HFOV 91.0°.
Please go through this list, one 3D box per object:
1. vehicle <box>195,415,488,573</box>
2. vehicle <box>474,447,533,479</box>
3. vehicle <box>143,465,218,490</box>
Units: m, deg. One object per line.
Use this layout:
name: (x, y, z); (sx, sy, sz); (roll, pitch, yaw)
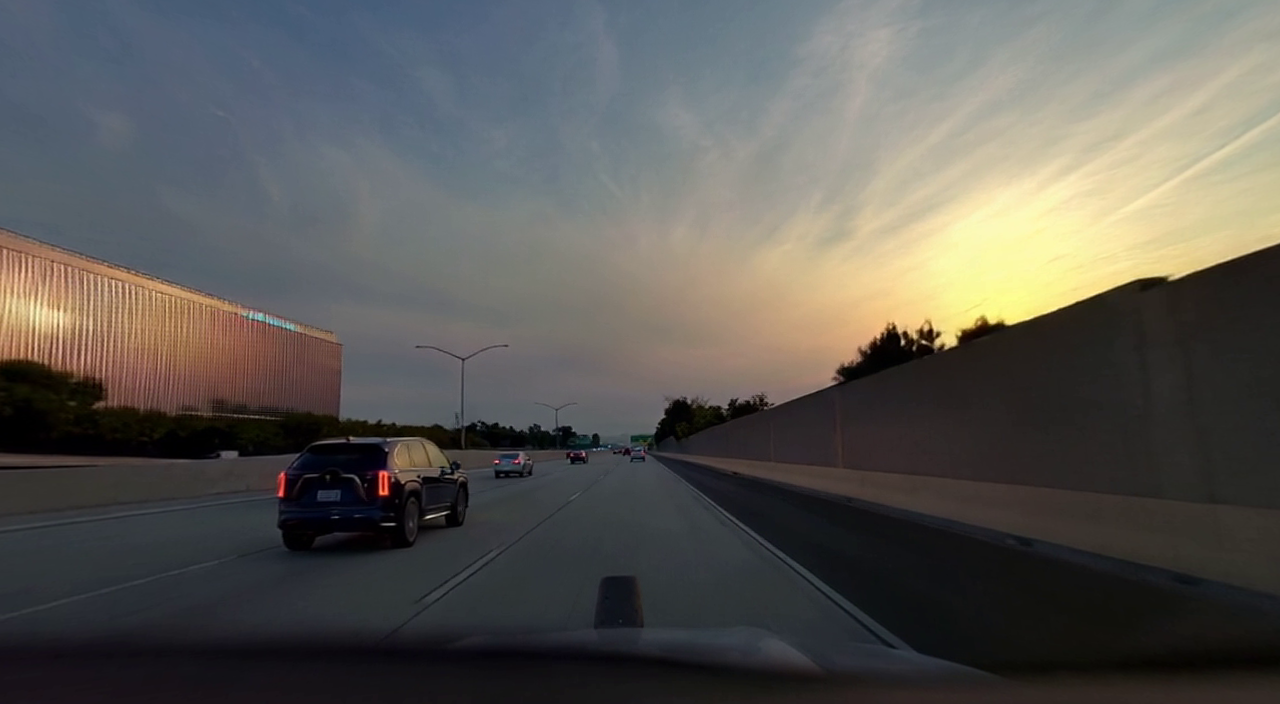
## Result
vehicle: (-3.883, 1.929, 9.333); (2.059, 1.725, 4.521); (0, -9, 1)
vehicle: (-7.199, 5.893, 33.747); (1.998, 1.542, 4.953); (0, -9, 1)
vehicle: (-32.271, 8.815, 44.402); (1.820, 1.475, 4.548); (0, -9, 0)
